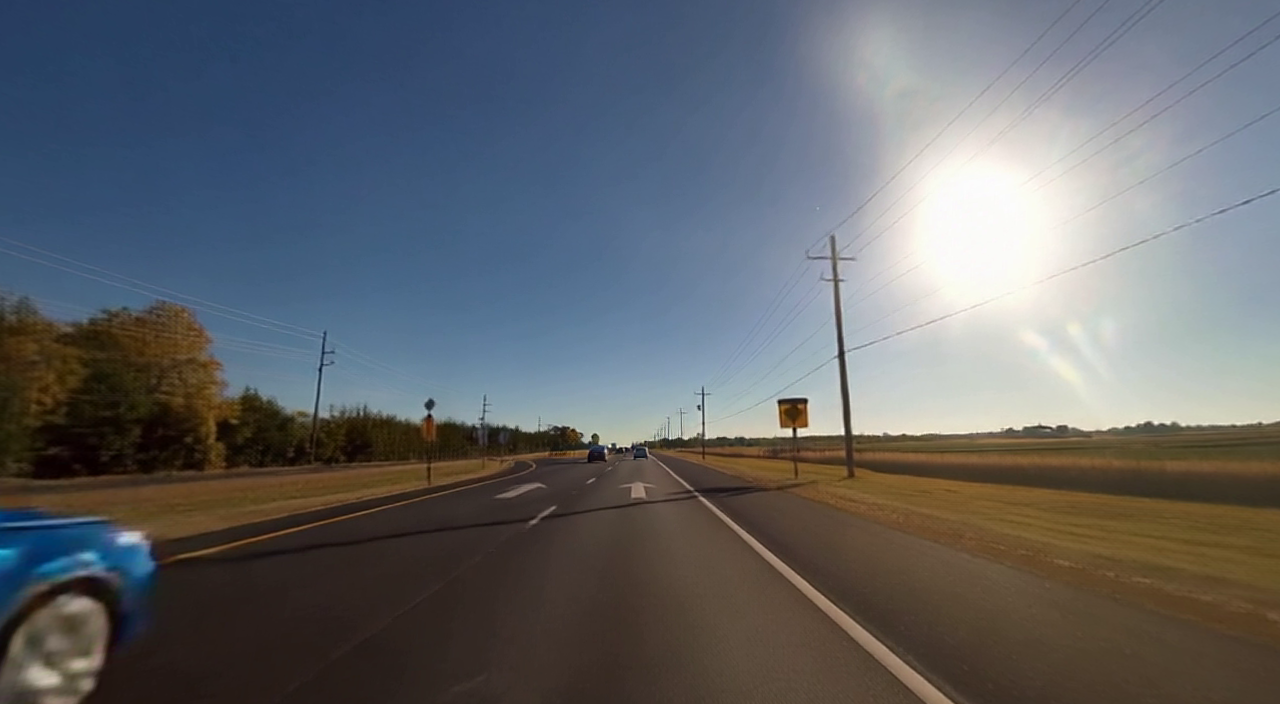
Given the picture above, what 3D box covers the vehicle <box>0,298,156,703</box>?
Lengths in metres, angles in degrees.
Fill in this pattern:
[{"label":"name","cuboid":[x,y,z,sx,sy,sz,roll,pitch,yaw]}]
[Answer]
[{"label":"vehicle","cuboid":[-3.483,0.477,0.667,2.173,1.863,4.786,0,-9,-1]}]
